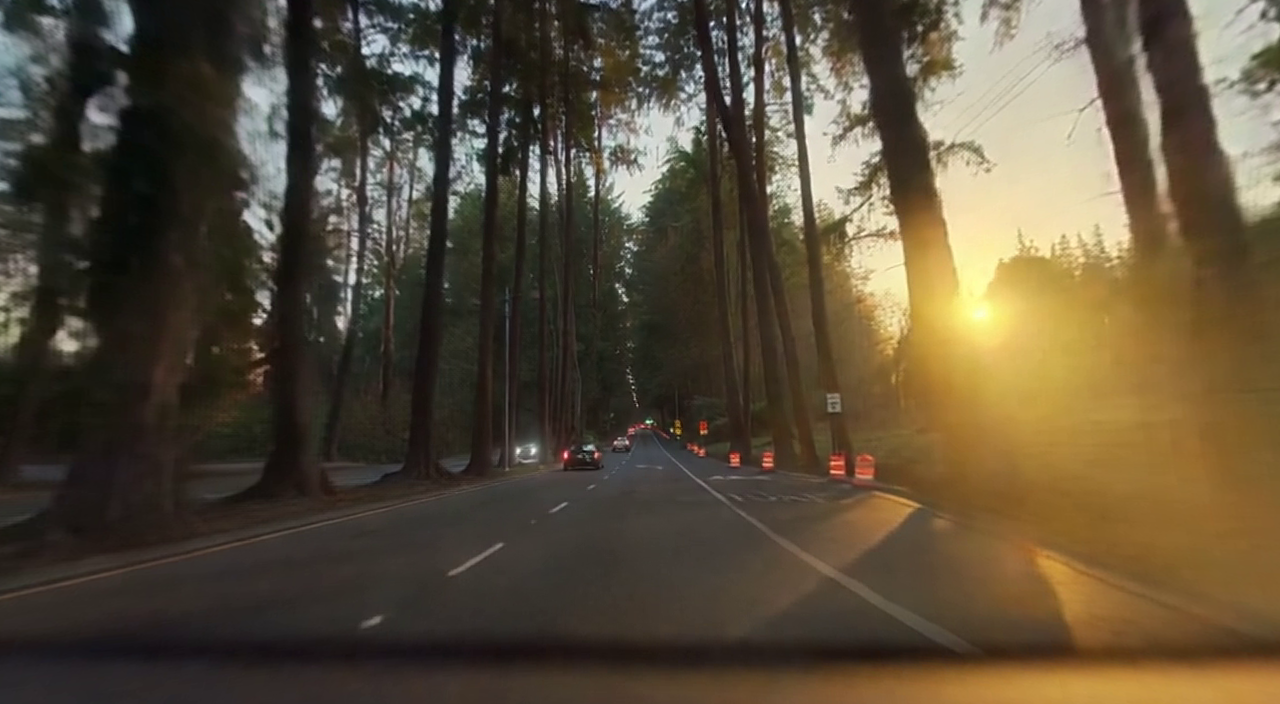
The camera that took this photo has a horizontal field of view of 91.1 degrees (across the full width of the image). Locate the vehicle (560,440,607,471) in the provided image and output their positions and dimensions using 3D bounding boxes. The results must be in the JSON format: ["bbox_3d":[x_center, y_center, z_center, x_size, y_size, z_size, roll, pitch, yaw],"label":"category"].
[{"bbox_3d":[-2.921,5.442,33.248,2.029,1.511,3.922,-1,-8,2],"label":"vehicle"}]
